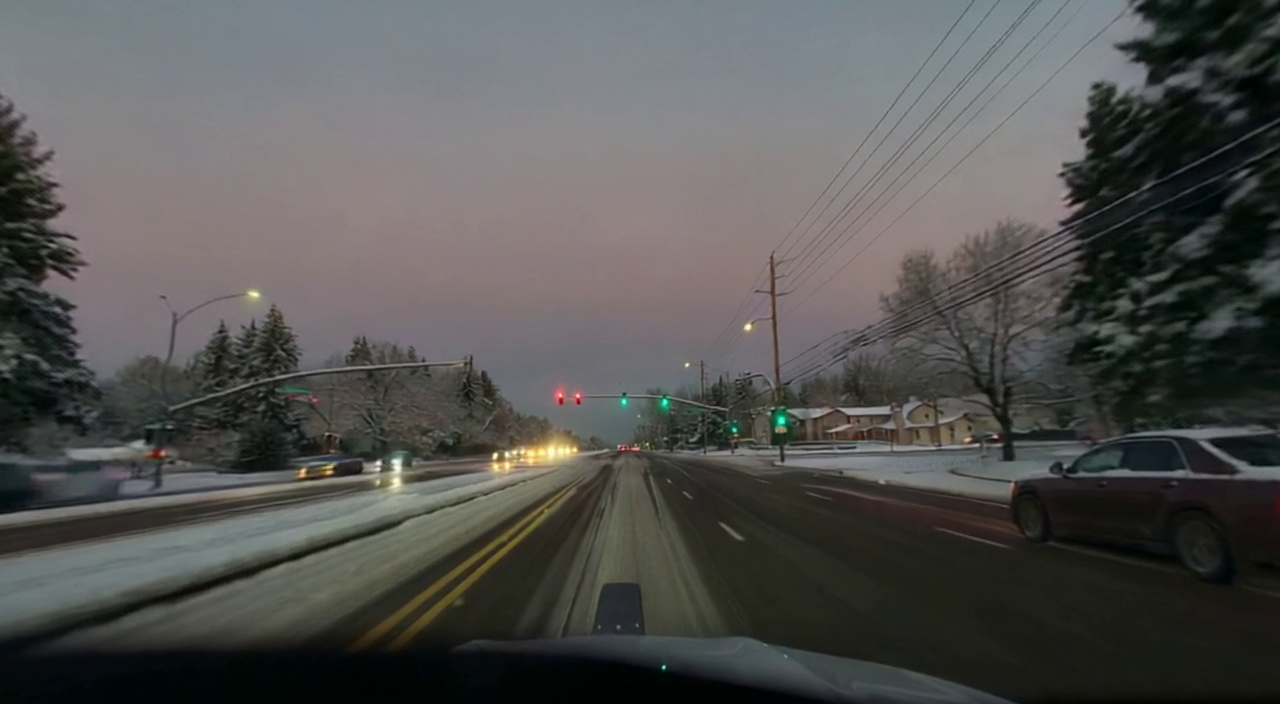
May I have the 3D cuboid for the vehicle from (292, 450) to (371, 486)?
[{"bbox_3d":[-14.804,5.568,30.576,1.880,1.545,3.962,0,-9,-1],"label":"vehicle"}]

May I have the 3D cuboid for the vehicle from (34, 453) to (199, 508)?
[{"bbox_3d":[-18.250,4.441,22.390,1.944,1.681,4.593,0,-9,-2],"label":"vehicle"}]

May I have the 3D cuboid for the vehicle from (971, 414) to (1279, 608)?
[{"bbox_3d":[6.080,1.566,7.102,2.113,1.520,4.650,0,-9,-1],"label":"vehicle"}]
